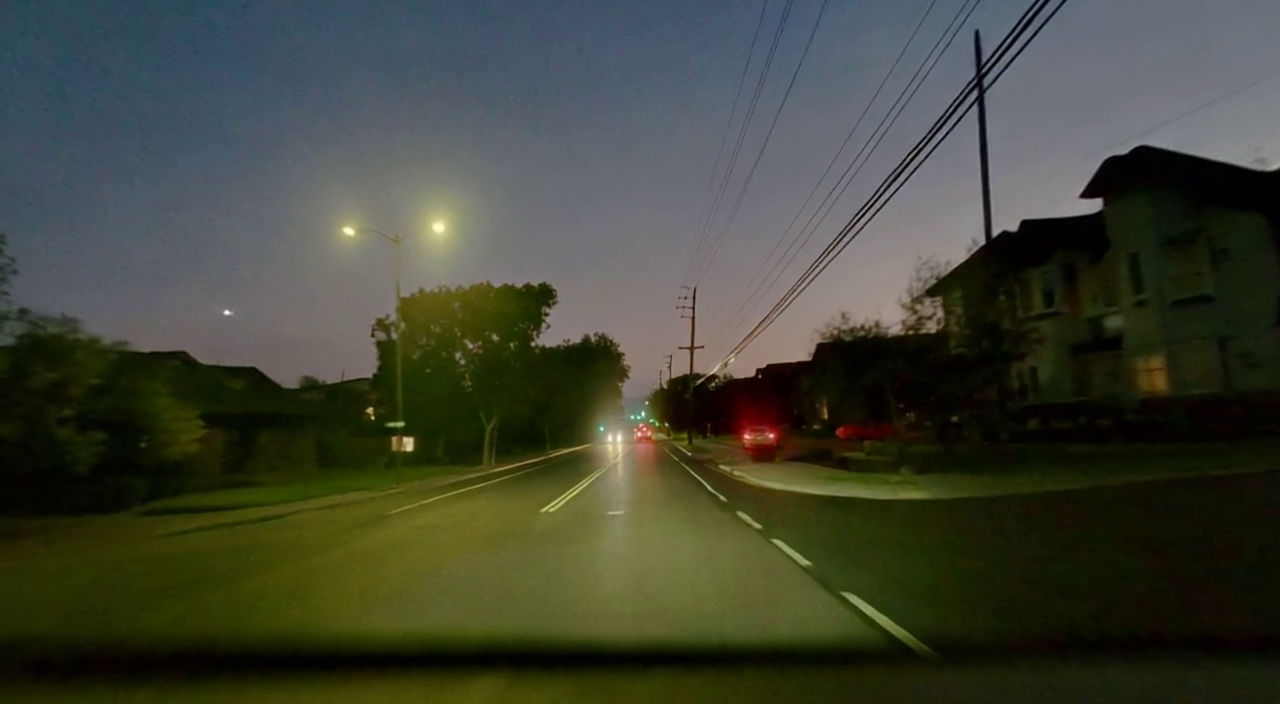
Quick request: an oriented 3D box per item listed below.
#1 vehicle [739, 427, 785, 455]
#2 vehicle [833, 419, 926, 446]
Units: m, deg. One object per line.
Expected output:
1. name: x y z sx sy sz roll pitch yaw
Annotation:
1. vehicle: 7.355 5.424 38.393 2.071 1.510 4.418 -3 -8 3
2. vehicle: 14.337 4.875 37.985 4.848 1.509 1.976 -1 -9 7
